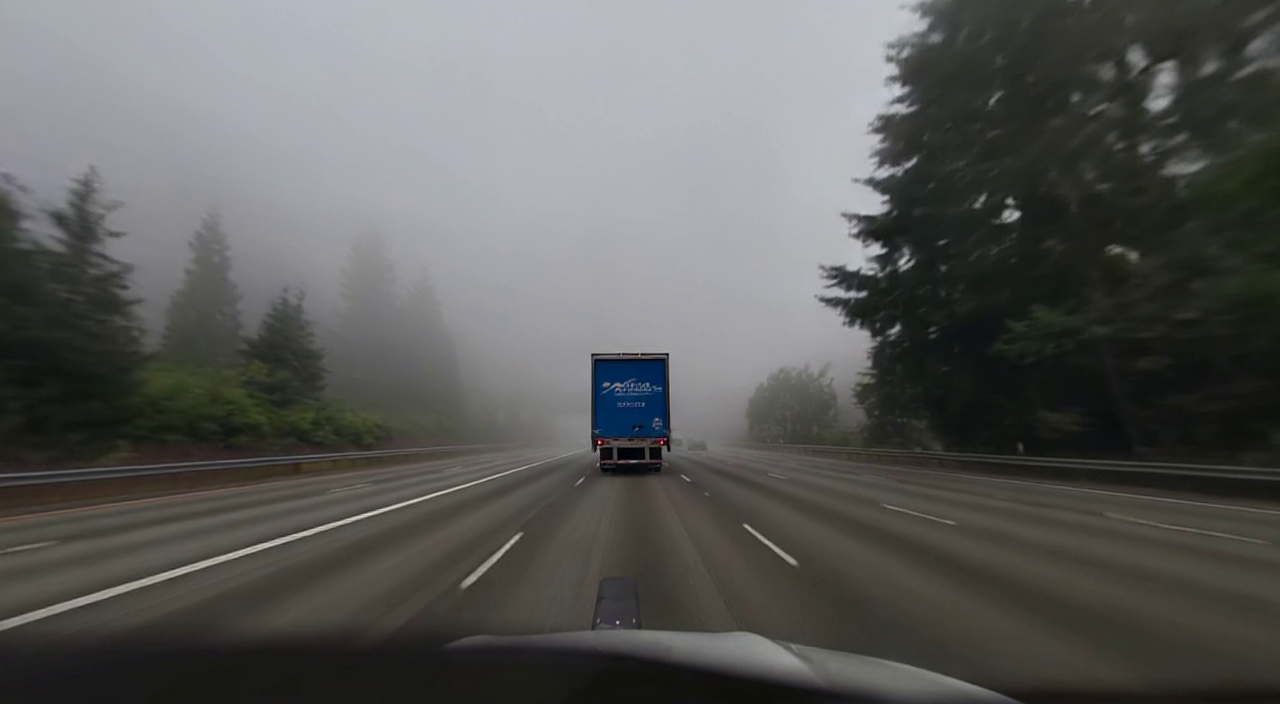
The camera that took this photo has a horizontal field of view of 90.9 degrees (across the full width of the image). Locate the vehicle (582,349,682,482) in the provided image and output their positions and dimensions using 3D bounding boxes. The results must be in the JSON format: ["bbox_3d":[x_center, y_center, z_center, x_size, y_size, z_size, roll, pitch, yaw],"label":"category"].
[{"bbox_3d":[-0.463,2.515,23.575,2.895,3.861,10.213,0,-8,-3],"label":"vehicle"}]
